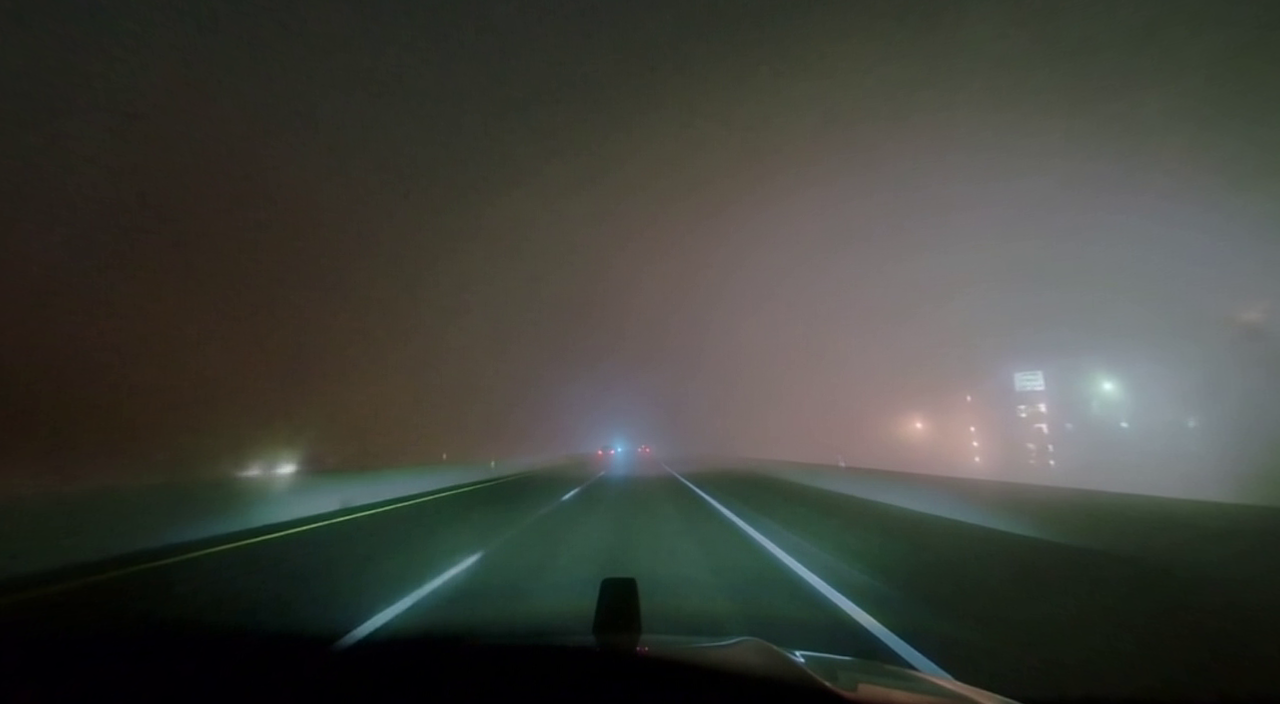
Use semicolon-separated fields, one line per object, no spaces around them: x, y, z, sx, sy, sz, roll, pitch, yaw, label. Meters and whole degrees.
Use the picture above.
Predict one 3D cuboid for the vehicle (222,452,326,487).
-16.997;5.453;29.427;2.097;1.498;4.604;-1;-9;1;vehicle
